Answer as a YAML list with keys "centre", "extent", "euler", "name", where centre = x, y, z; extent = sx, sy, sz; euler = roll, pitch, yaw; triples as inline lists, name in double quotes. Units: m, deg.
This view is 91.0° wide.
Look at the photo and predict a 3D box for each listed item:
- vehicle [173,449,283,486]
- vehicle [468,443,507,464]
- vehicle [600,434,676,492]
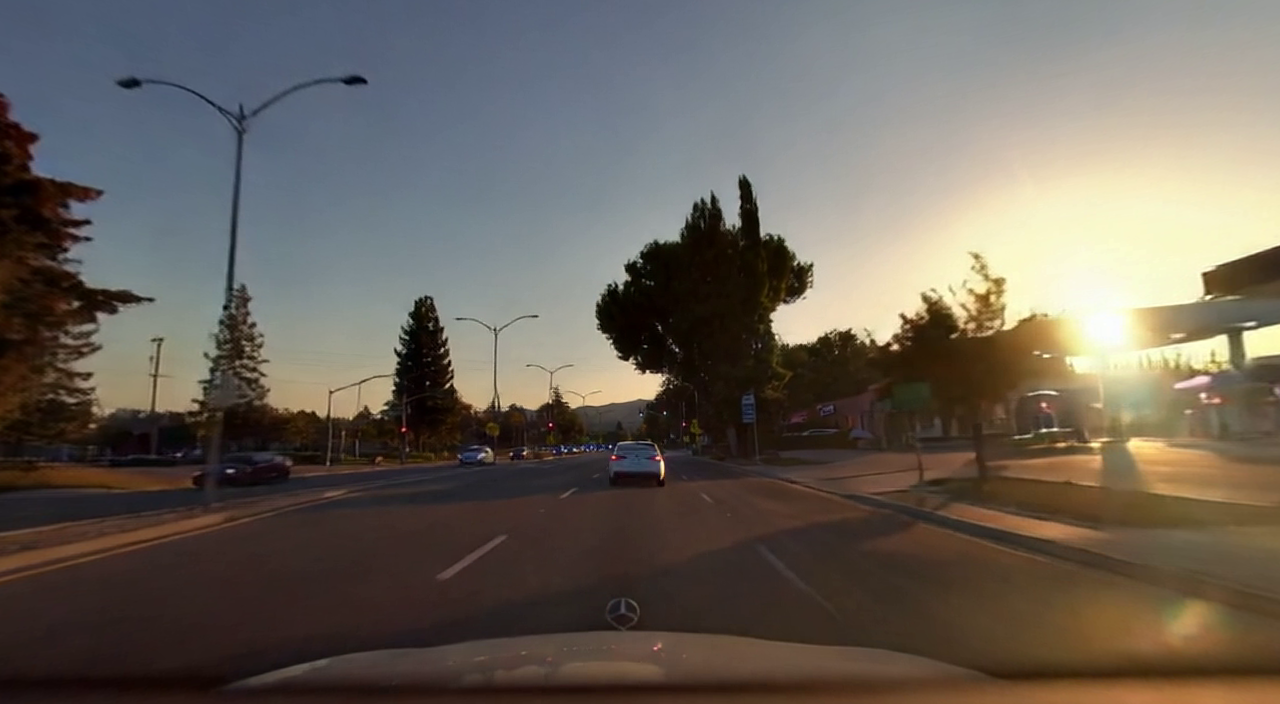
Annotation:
- centre: [-19.176, 5.355, 29.591]
  extent: [1.940, 1.525, 4.654]
  euler: [0, -8, 1]
  name: "vehicle"
- centre: [-11.866, 7.897, 49.150]
  extent: [1.868, 1.516, 4.321]
  euler: [0, -8, 1]
  name: "vehicle"
- centre: [-0.038, 3.308, 19.143]
  extent: [2.062, 1.519, 4.214]
  euler: [1, -8, 0]
  name: "vehicle"
